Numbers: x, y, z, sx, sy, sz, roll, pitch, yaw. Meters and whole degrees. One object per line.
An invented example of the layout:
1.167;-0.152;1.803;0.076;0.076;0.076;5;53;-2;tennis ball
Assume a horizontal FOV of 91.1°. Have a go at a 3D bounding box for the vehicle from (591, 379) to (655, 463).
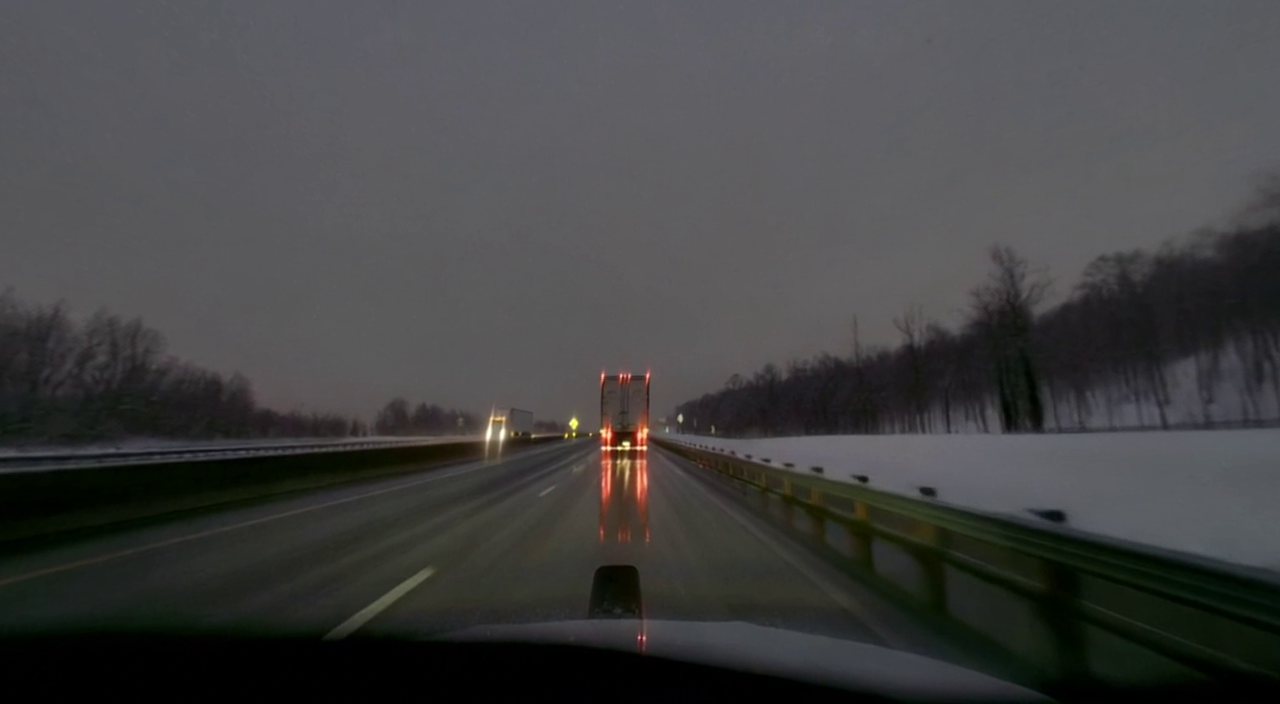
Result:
-0.963;3.958;35.203;3.023;3.965;10.402;1;-8;-2;vehicle
